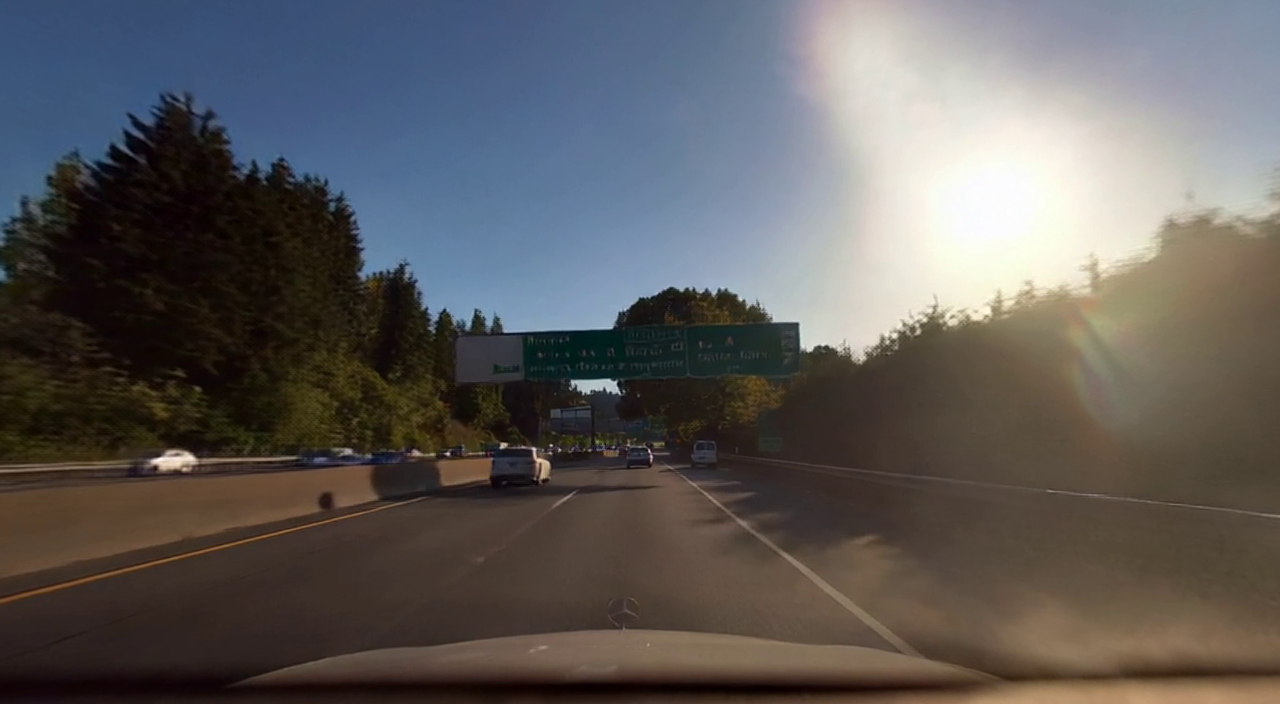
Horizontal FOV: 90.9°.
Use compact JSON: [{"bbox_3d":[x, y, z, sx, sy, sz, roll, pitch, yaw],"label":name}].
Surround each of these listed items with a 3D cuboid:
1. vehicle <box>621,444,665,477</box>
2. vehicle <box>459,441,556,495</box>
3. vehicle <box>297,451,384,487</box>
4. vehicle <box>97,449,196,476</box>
[{"bbox_3d":[0.138,5.210,30.478,1.960,1.456,3.818,0,-9,0],"label":"vehicle"},{"bbox_3d":[-4.117,3.690,20.399,2.081,1.534,4.543,0,-9,1],"label":"vehicle"},{"bbox_3d":[-12.912,5.054,27.467,1.809,1.438,4.005,0,-9,0],"label":"vehicle"},{"bbox_3d":[-28.901,6.463,37.106,1.958,1.452,4.787,0,-9,0],"label":"vehicle"}]
